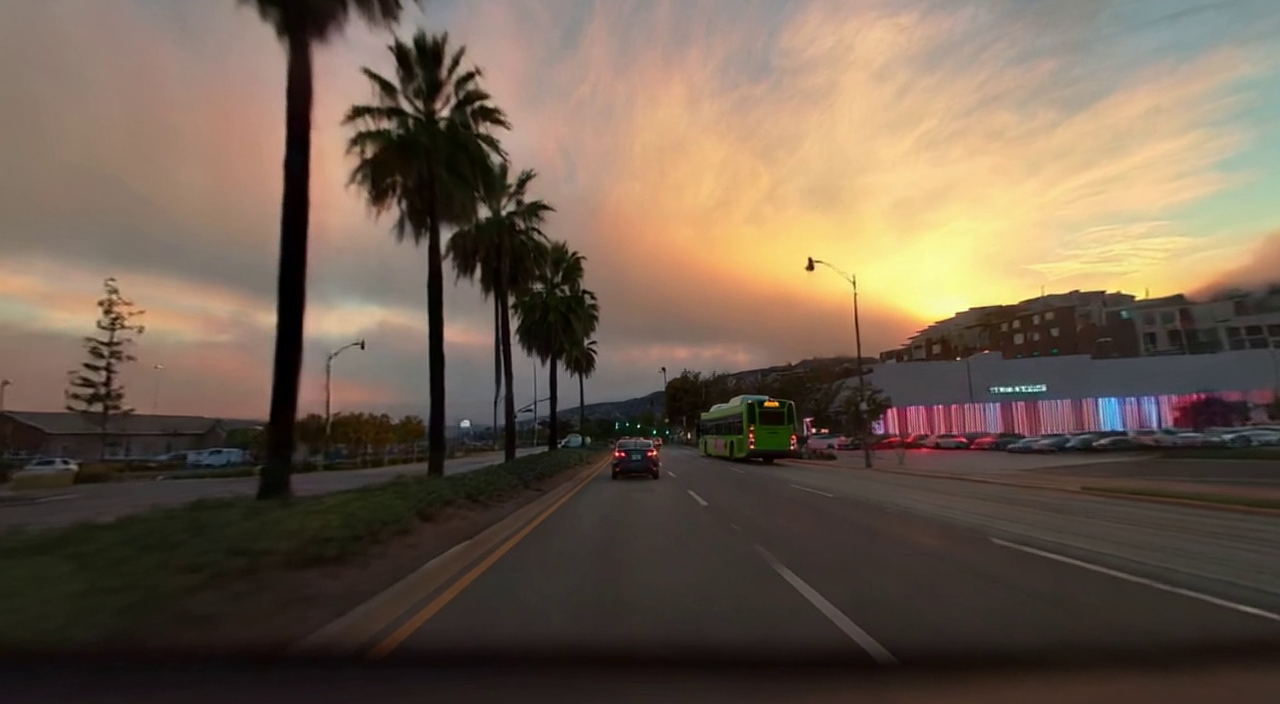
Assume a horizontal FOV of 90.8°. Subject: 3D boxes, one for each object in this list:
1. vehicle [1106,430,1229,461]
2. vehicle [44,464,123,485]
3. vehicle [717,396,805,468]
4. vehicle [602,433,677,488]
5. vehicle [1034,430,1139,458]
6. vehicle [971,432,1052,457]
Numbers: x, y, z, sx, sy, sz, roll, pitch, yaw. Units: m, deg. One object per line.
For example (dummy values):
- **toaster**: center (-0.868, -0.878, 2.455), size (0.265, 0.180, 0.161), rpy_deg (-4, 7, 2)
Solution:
- **vehicle**: center (25.742, 4.566, 30.950), size (4.319, 1.444, 1.888), rpy_deg (0, -9, -1)
- **vehicle**: center (-43.779, 9.630, 49.777), size (1.714, 1.415, 4.313), rpy_deg (-7, -11, 39)
- **vehicle**: center (6.290, 4.467, 34.619), size (2.795, 3.383, 9.287), rpy_deg (0, -9, -1)
- **vehicle**: center (-0.039, 3.303, 19.544), size (2.065, 1.477, 4.306), rpy_deg (0, -9, -1)
- **vehicle**: center (25.225, 5.231, 35.789), size (4.492, 1.492, 1.855), rpy_deg (0, -9, 0)
- **vehicle**: center (25.242, 6.306, 43.007), size (4.260, 1.455, 1.767), rpy_deg (-3, -8, 2)
